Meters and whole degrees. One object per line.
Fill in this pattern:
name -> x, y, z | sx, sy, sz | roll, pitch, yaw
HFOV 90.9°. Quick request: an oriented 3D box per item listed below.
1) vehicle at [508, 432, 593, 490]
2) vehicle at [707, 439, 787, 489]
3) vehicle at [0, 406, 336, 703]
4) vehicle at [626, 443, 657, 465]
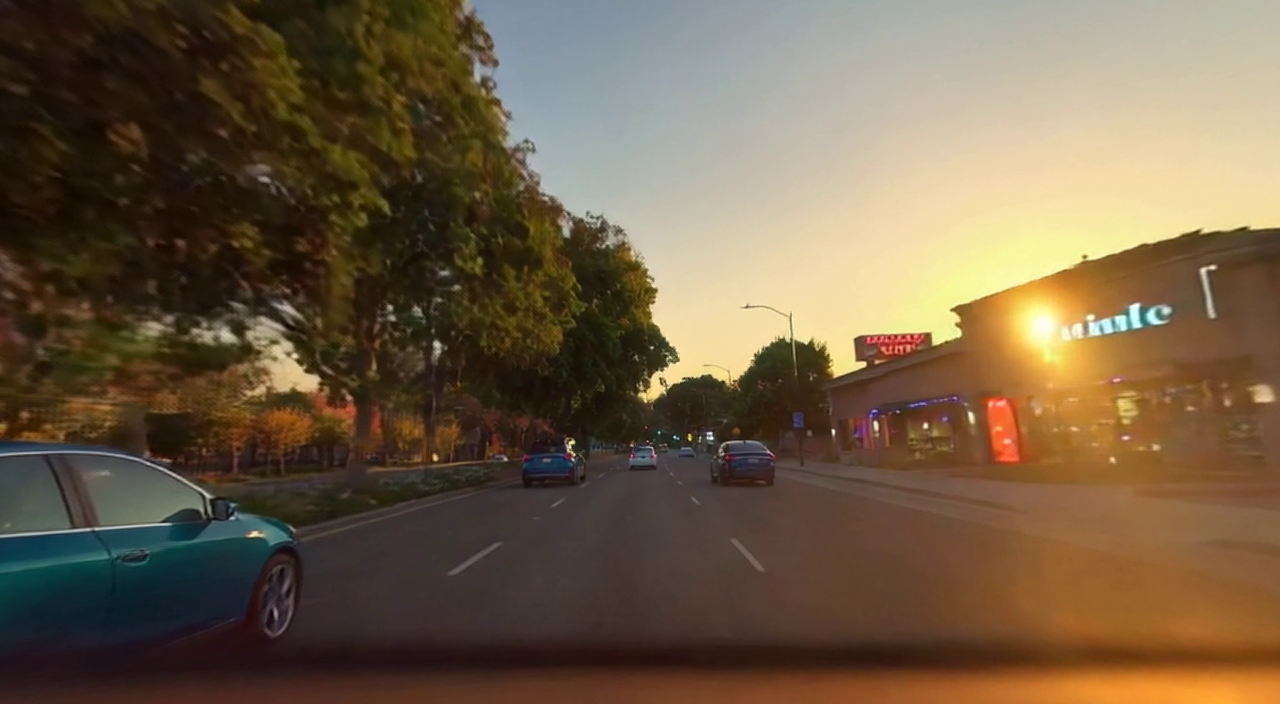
vehicle -> -2.938, 3.714, 21.876 | 2.193, 1.788, 4.603 | 0, -8, 1
vehicle -> 3.461, 3.699, 21.213 | 1.904, 1.490, 4.299 | 0, -8, -1
vehicle -> -3.242, 0.926, 2.182 | 1.956, 1.460, 4.802 | 0, -8, 0
vehicle -> 0.116, 7.148, 44.230 | 2.069, 1.445, 3.965 | 0, -8, 0
